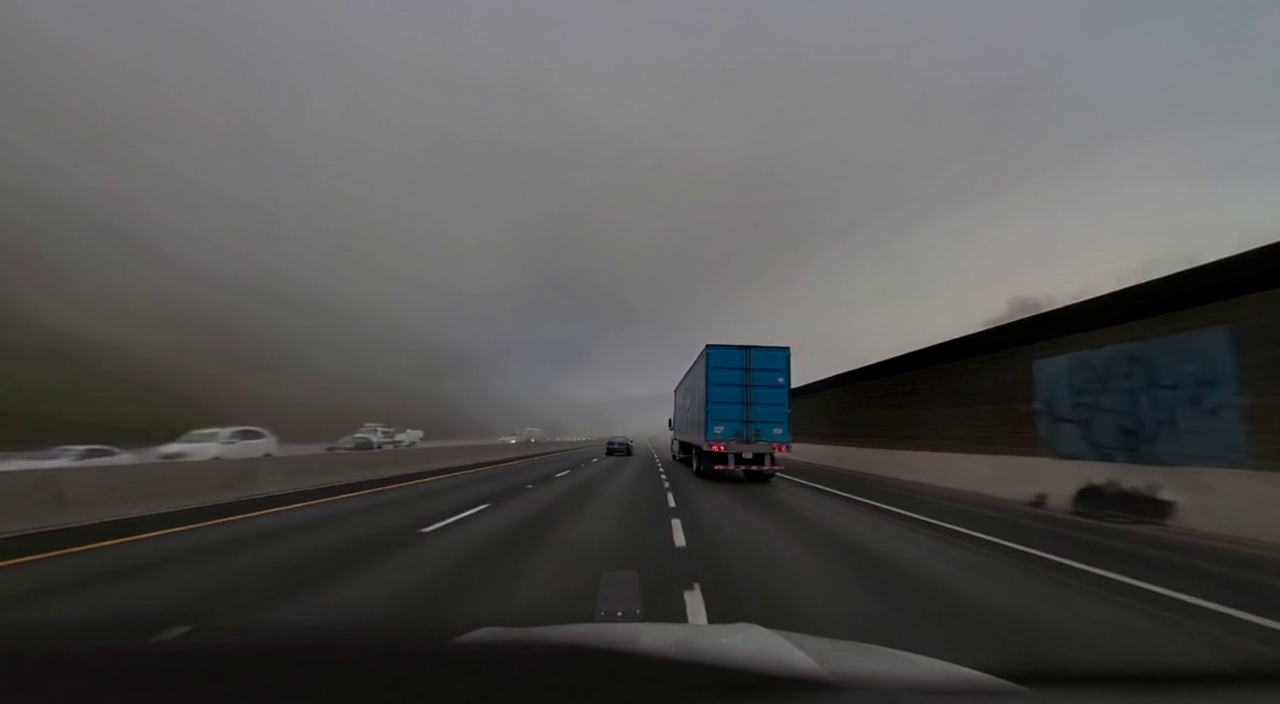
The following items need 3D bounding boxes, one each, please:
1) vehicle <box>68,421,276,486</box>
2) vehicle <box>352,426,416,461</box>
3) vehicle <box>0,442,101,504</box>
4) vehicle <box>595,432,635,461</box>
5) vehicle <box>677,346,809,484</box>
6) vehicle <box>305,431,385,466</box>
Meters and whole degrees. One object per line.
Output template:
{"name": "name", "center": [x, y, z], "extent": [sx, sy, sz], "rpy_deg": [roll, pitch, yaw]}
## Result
{"name": "vehicle", "center": [-12.086, 2.644, 16.805], "extent": [1.938, 1.492, 4.559], "rpy_deg": [0, -8, 2]}
{"name": "vehicle", "center": [-18.987, 6.822, 47.120], "extent": [2.173, 2.471, 5.845], "rpy_deg": [0, -8, 1]}
{"name": "vehicle", "center": [-16.023, 2.922, 15.317], "extent": [1.798, 1.440, 4.526], "rpy_deg": [0, -8, 1]}
{"name": "vehicle", "center": [-1.372, 5.370, 36.026], "extent": [1.982, 1.535, 4.519], "rpy_deg": [0, -8, 1]}
{"name": "vehicle", "center": [3.126, 2.431, 22.661], "extent": [2.921, 3.765, 10.773], "rpy_deg": [0, -8, 0]}
{"name": "vehicle", "center": [-15.315, 5.018, 33.049], "extent": [1.952, 1.709, 4.365], "rpy_deg": [0, -8, 2]}
